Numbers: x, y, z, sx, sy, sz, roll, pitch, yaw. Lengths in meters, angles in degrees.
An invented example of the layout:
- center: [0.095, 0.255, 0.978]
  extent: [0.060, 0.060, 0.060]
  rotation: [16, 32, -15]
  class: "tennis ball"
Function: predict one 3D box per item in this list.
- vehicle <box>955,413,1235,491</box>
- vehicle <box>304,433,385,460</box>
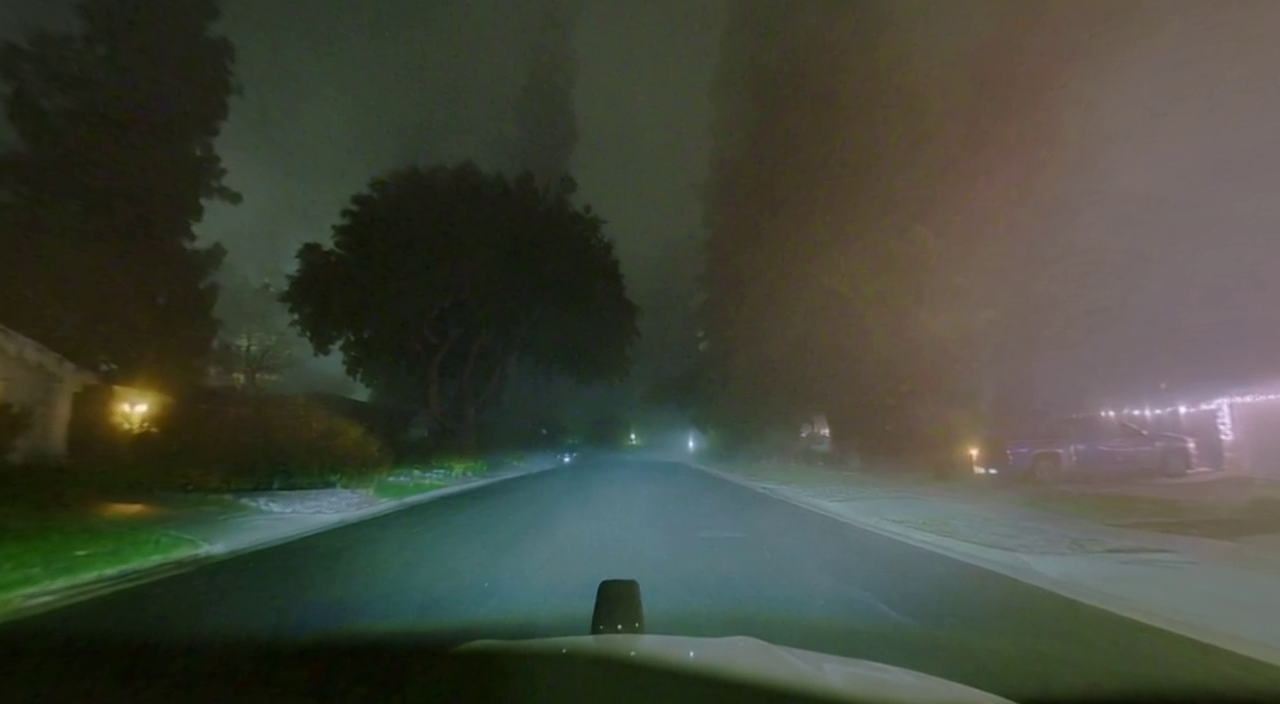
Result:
- center: [11.736, 2.627, 16.594]
  extent: [5.637, 1.890, 2.171]
  rotation: [0, -9, -1]
  class: "vehicle"
- center: [-19.230, 6.185, 41.111]
  extent: [4.196, 1.696, 2.086]
  rotation: [0, -10, -1]
  class: "vehicle"
